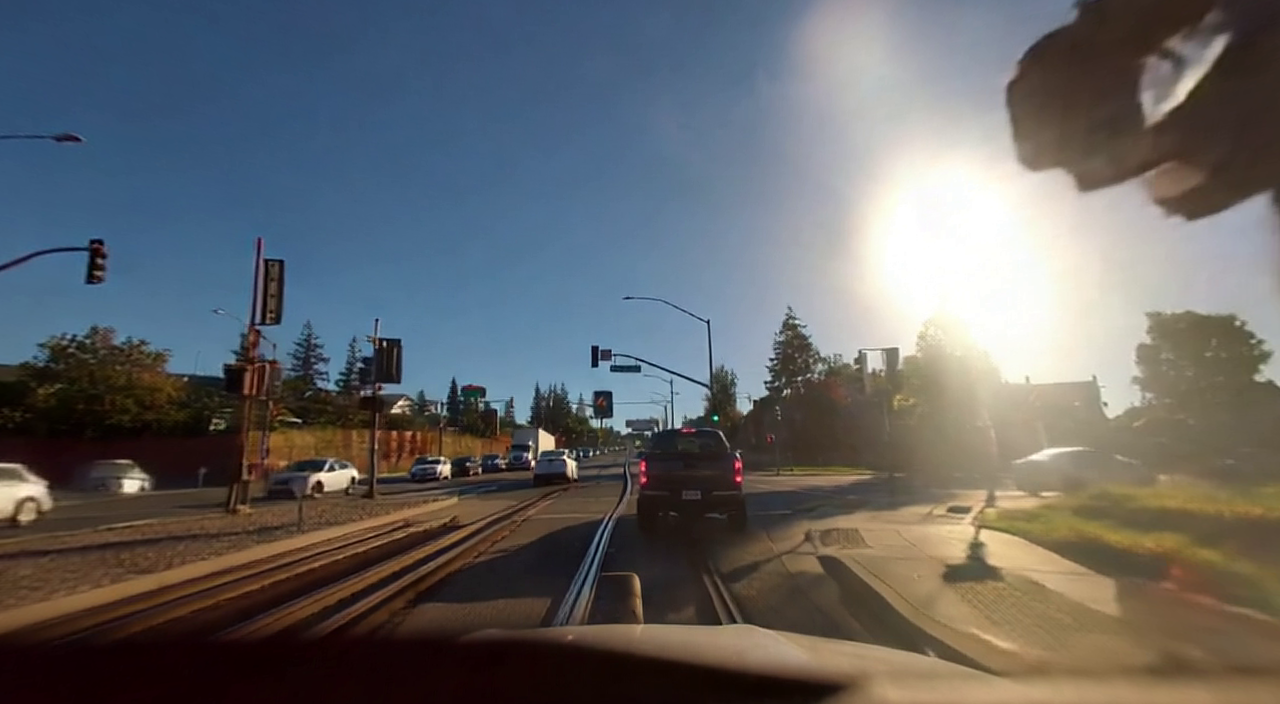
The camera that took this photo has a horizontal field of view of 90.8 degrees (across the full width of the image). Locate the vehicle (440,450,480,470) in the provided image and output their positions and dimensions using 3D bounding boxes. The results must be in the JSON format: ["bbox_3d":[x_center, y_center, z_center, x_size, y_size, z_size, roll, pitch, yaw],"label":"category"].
[{"bbox_3d":[-13.818,8.321,48.789,1.864,1.456,4.409,0,-9,0],"label":"vehicle"}]

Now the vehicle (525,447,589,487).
[{"bbox_3d":[-3.315,4.694,26.131,2.004,1.482,4.799,0,-9,0],"label":"vehicle"}]

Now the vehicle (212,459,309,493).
[{"bbox_3d":[-17.052,5.574,28.654,1.880,1.377,4.201,0,-9,-2],"label":"vehicle"}]

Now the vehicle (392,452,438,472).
[{"bbox_3d":[-17.498,8.548,49.365,1.908,1.482,4.621,0,-9,-1],"label":"vehicle"}]

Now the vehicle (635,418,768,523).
[{"bbox_3d":[1.643,2.651,14.615,2.404,1.926,5.251,-2,-9,12],"label":"vehicle"}]

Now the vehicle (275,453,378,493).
[{"bbox_3d":[-13.122,5.068,26.818,2.027,1.482,4.711,0,-9,-1],"label":"vehicle"}]

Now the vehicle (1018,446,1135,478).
[{"bbox_3d":[21.866,5.516,31.764,4.412,1.494,2.136,1,-9,-8],"label":"vehicle"}]
